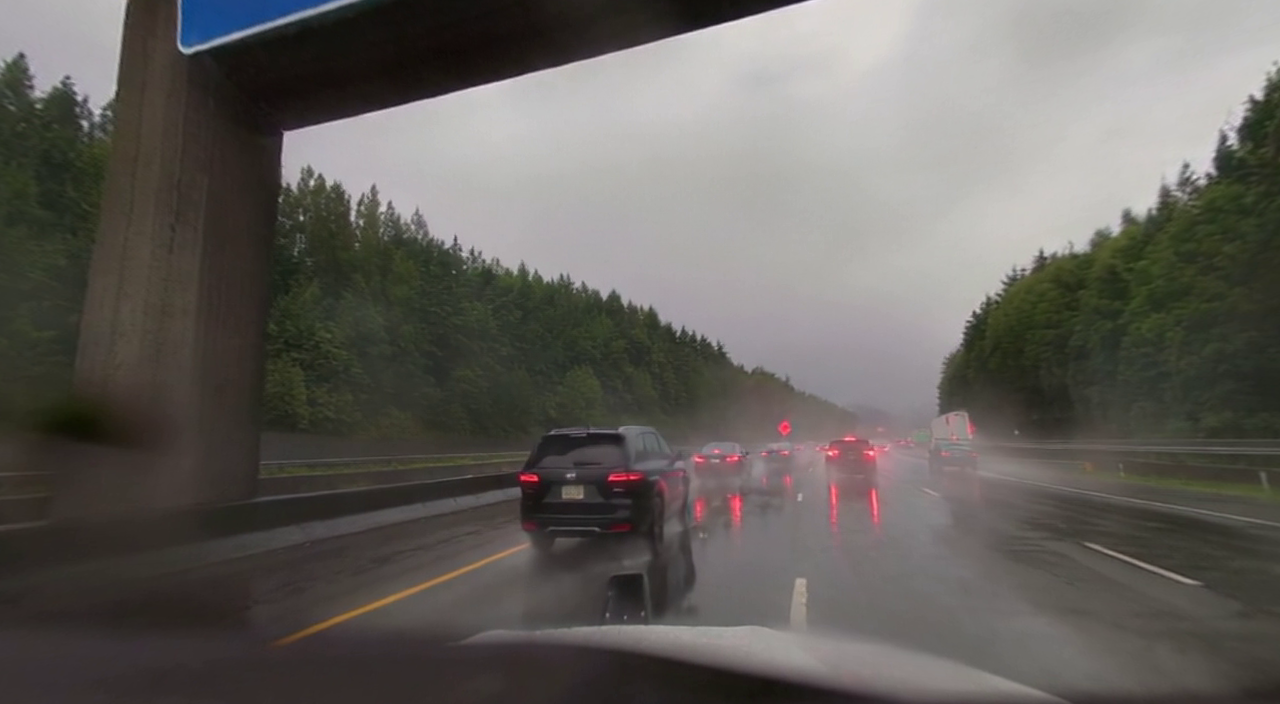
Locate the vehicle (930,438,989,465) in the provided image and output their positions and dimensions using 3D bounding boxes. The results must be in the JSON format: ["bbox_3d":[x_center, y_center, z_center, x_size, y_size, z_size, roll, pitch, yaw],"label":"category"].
[{"bbox_3d":[18.879,5.904,37.404,1.990,1.478,4.475,-2,-8,13],"label":"vehicle"}]

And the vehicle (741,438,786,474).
[{"bbox_3d":[5.436,4.547,27.680,1.755,1.457,3.686,-2,-8,11],"label":"vehicle"}]

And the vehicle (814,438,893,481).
[{"bbox_3d":[7.870,3.969,23.666,1.962,1.442,4.536,-1,-8,8],"label":"vehicle"}]

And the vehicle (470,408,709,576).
[{"bbox_3d":[-0.340,1.700,8.457,2.021,1.635,4.085,-2,-8,13],"label":"vehicle"}]

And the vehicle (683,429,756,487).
[{"bbox_3d":[2.621,3.357,20.150,2.017,1.662,3.543,-2,-8,11],"label":"vehicle"}]
